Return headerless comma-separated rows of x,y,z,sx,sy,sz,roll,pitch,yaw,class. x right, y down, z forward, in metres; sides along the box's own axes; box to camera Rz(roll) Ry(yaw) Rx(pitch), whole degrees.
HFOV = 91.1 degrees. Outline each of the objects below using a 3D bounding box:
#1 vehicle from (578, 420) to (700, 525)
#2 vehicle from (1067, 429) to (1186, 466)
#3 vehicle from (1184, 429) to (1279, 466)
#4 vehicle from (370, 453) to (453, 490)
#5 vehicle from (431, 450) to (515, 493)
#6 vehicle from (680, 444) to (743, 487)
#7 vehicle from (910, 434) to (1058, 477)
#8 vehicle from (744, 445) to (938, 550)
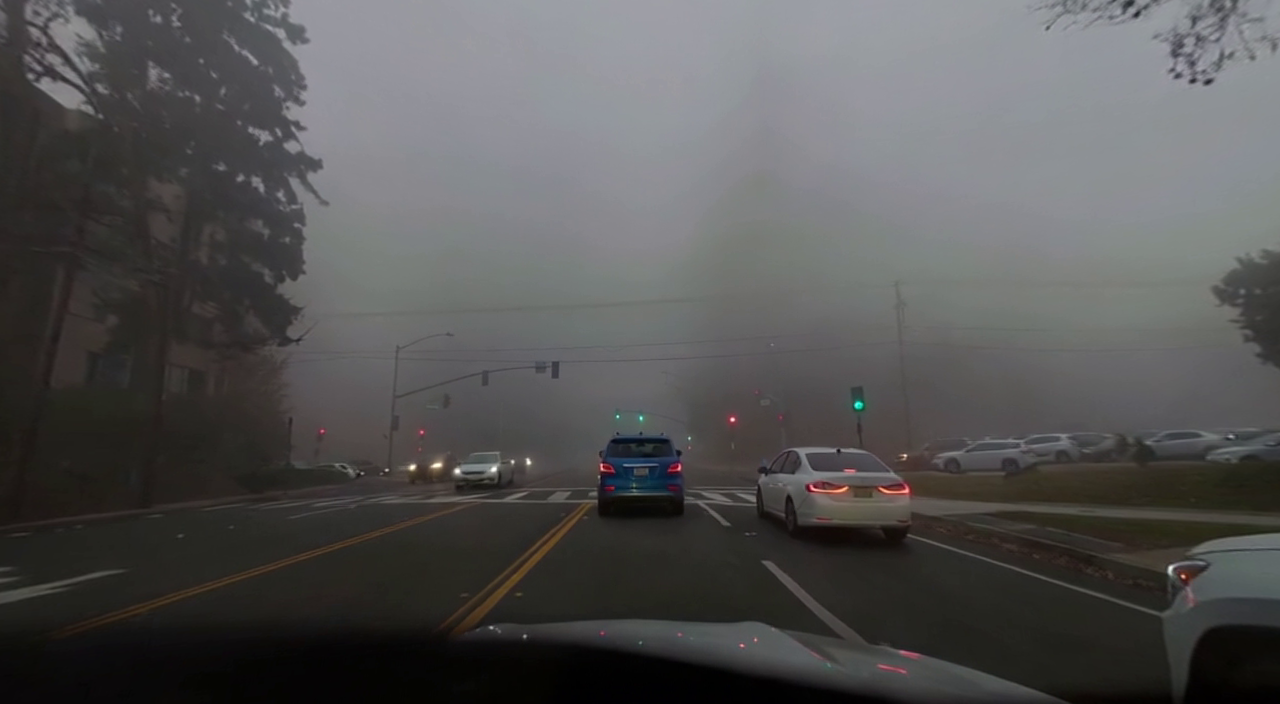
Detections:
-0.052,2.576,13.971,2.296,1.947,4.168,0,-9,-1,vehicle
26.517,5.198,34.344,4.704,1.919,2.130,0,-9,-2,vehicle
25.833,3.993,26.215,4.420,1.469,1.807,0,-9,1,vehicle
-10.684,5.603,29.788,2.206,1.544,4.740,0,-9,0,vehicle
-6.460,4.674,24.904,2.054,1.478,4.584,0,-9,0,vehicle
3.068,4.982,27.832,2.138,1.729,4.178,0,-9,-2,vehicle
13.529,4.092,24.882,4.648,1.583,2.018,0,-9,-2,vehicle
3.278,2.434,11.320,1.900,1.478,4.425,0,-9,-2,vehicle
